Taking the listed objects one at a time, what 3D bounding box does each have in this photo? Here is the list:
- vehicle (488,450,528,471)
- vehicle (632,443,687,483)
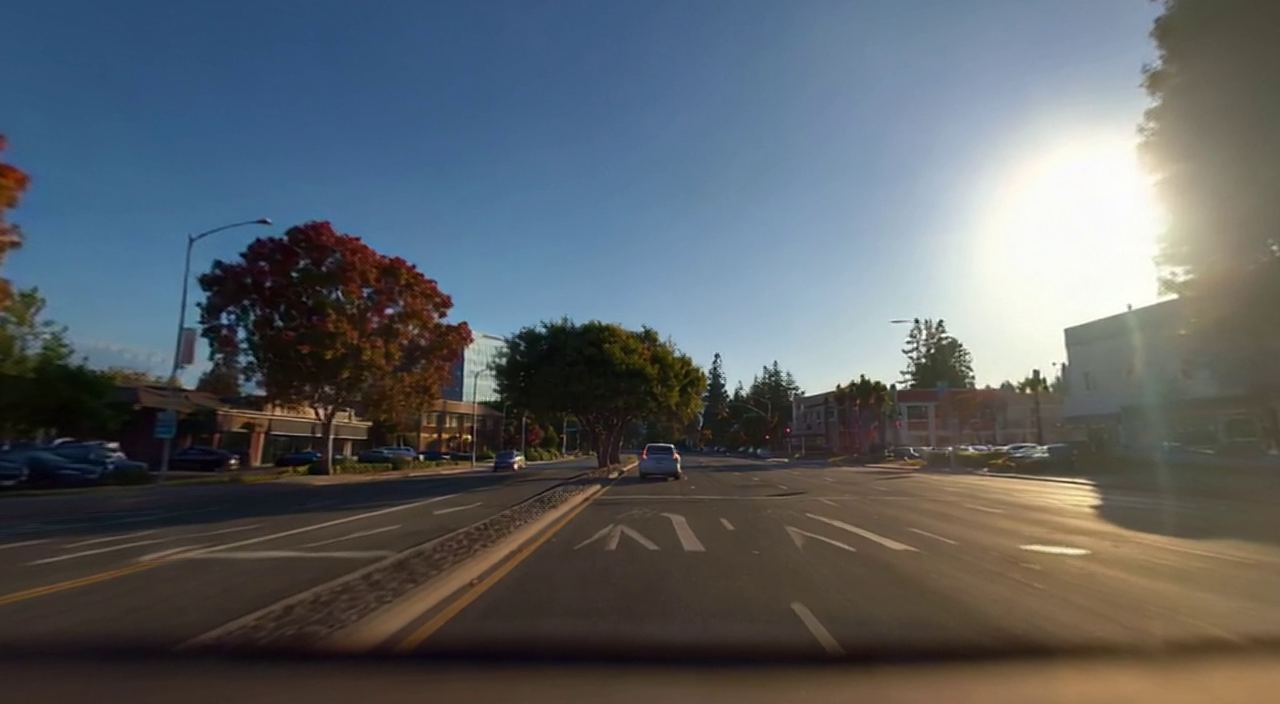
[{"bbox_3d":[-9.842,8.083,47.330,1.907,1.485,4.293,0,-9,2],"label":"vehicle"},{"bbox_3d":[0.777,4.462,25.676,2.064,1.477,3.968,0,-9,1],"label":"vehicle"}]
